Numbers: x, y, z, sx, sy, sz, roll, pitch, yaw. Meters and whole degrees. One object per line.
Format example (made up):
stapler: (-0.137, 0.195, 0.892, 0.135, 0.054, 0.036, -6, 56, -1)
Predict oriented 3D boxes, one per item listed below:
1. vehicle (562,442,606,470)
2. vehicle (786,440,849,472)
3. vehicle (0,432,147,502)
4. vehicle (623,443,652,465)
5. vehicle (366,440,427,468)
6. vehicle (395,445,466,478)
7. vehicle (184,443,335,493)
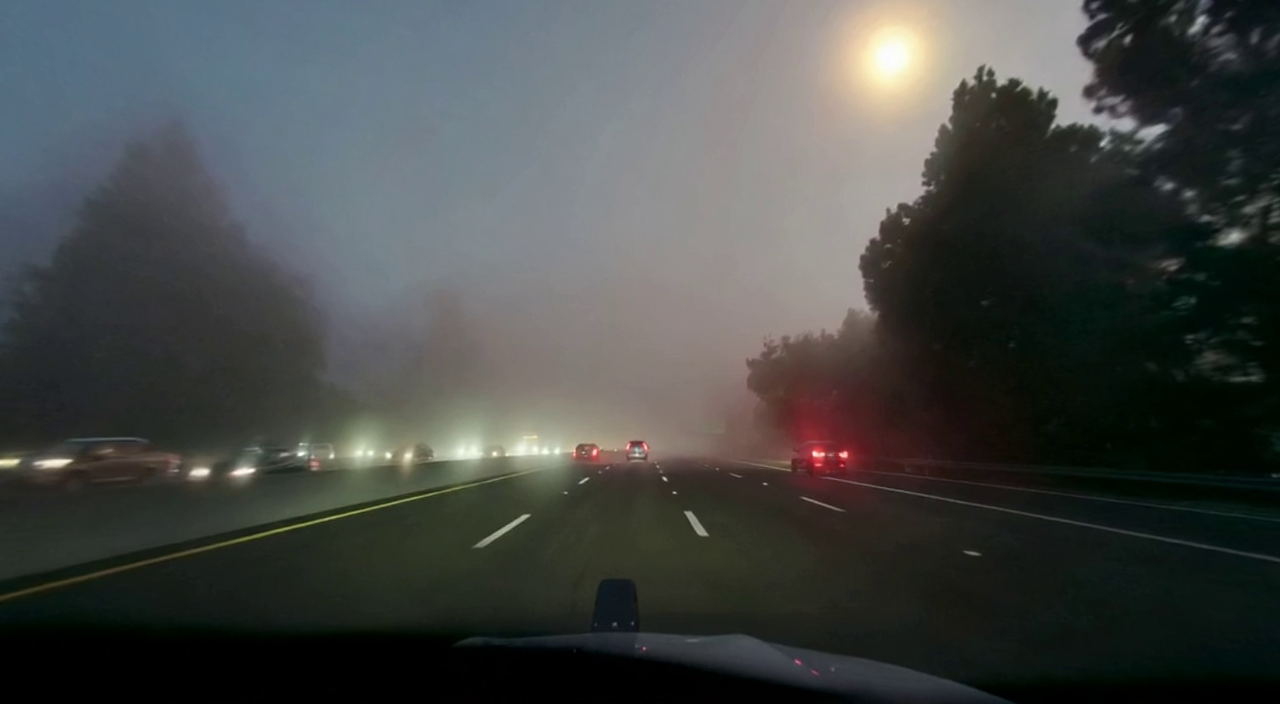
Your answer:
vehicle: (-3.332, 6.258, 38.256, 2.154, 1.530, 4.519, 0, -8, 1)
vehicle: (9.983, 5.873, 35.925, 2.130, 1.703, 4.572, 0, -9, -1)
vehicle: (-16.188, 3.016, 16.906, 2.142, 1.658, 4.662, 0, -9, 1)
vehicle: (-0.135, 7.349, 45.719, 1.977, 1.513, 3.546, 0, -8, 1)
vehicle: (-15.815, 6.636, 41.345, 2.053, 1.706, 4.602, 0, -8, 1)
vehicle: (-9.740, 5.104, 29.748, 1.841, 1.443, 4.390, 0, -8, 1)
vehicle: (-12.575, 3.832, 21.332, 2.127, 1.458, 4.751, 0, -8, 0)
